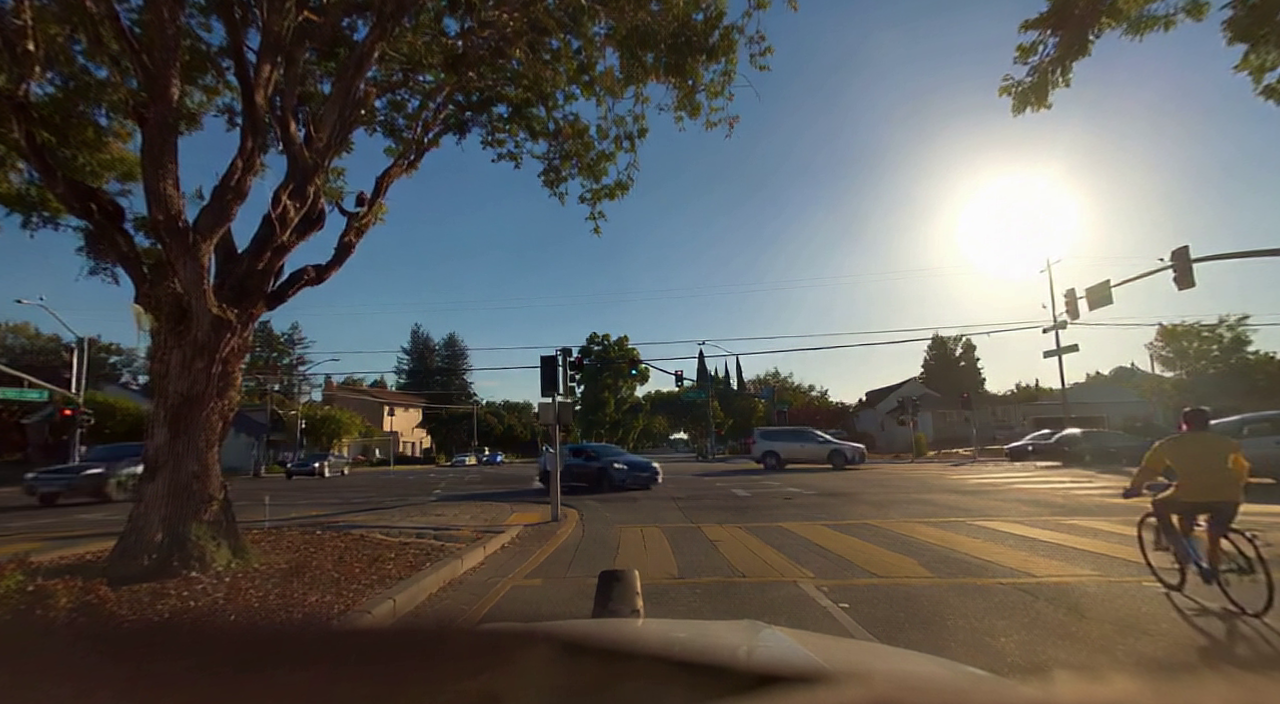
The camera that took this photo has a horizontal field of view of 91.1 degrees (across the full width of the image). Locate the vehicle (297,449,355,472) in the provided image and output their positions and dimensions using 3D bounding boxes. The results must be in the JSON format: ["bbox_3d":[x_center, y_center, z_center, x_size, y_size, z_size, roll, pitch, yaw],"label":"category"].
[{"bbox_3d":[-22.414,7.759,45.007,1.834,1.494,4.352,0,-8,1],"label":"vehicle"}]

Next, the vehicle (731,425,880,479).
[{"bbox_3d":[6.279,3.795,24.054,4.958,1.842,2.276,-6,-10,34],"label":"vehicle"}]

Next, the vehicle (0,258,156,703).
[{"bbox_3d":[-3.262,0.359,0.173,2.231,1.898,4.985,0,-8,0],"label":"vehicle"}]

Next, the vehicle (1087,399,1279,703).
[{"bbox_3d":[3.098,0.681,0.664,1.990,1.454,4.490,0,-8,1],"label":"vehicle"}]

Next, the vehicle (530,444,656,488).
[{"bbox_3d":[-1.633,3.778,21.205,4.050,1.304,1.921,-7,-11,39],"label":"vehicle"}]
